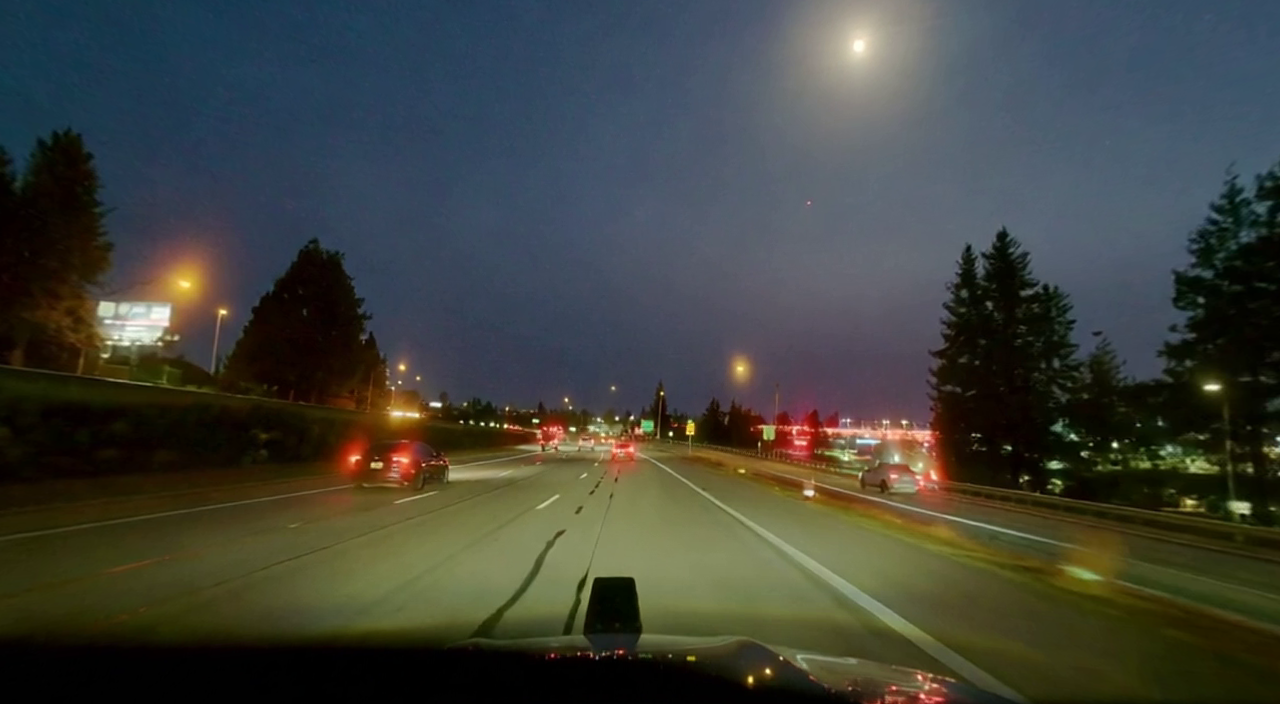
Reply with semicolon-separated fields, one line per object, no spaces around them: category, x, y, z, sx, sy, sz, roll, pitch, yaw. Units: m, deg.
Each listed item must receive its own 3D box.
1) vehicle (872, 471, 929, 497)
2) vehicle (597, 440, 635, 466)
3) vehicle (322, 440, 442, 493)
vehicle;20.432;10.361;49.720;2.023;1.782;4.193;2;-9;-13
vehicle;-1.317;5.759;36.142;2.038;1.414;4.357;0;-9;-1
vehicle;-7.885;3.520;19.822;2.009;1.454;4.250;0;-9;-1
